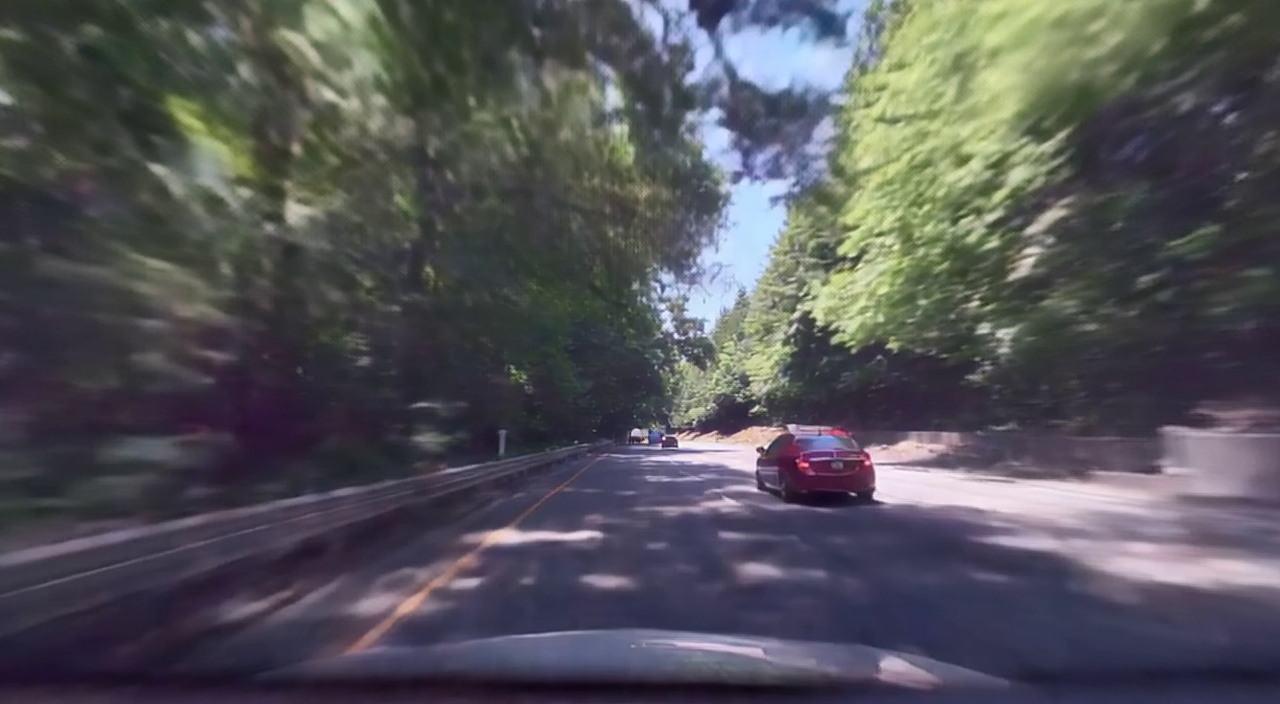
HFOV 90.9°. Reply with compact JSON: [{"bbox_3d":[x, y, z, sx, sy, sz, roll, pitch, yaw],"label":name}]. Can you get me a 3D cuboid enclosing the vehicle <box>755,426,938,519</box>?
[{"bbox_3d":[3.792,2.264,12.528,2.017,1.502,4.369,0,-8,-2],"label":"vehicle"}]
